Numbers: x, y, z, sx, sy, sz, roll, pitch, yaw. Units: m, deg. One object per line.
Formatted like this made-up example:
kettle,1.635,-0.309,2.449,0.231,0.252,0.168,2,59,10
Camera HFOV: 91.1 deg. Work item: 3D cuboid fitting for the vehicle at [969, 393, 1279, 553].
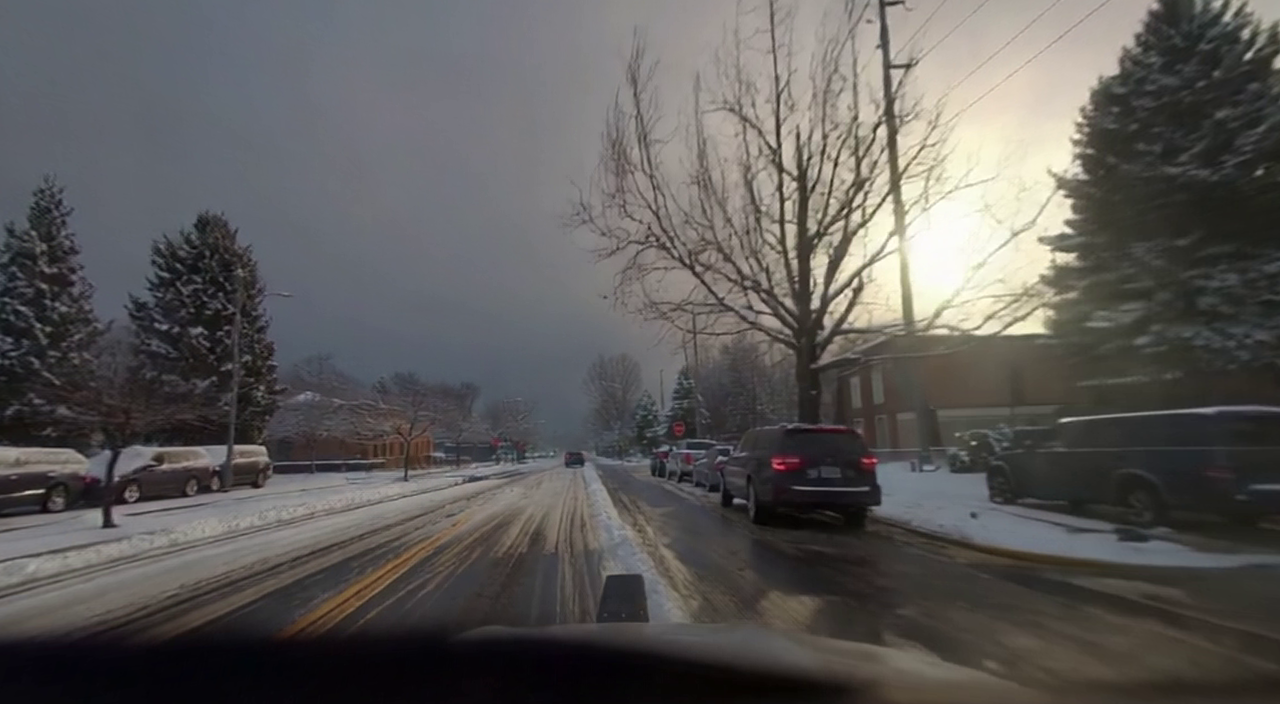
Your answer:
vehicle,8.437,1.738,10.319,2.282,1.893,6.027,-1,-7,-6

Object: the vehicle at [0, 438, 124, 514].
vehicle,-18.082,3.291,16.933,5.985,1.901,2.234,1,-8,-7

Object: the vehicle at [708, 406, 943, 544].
vehicle,3.047,2.226,12.171,2.292,1.974,5.853,1,-8,-5
